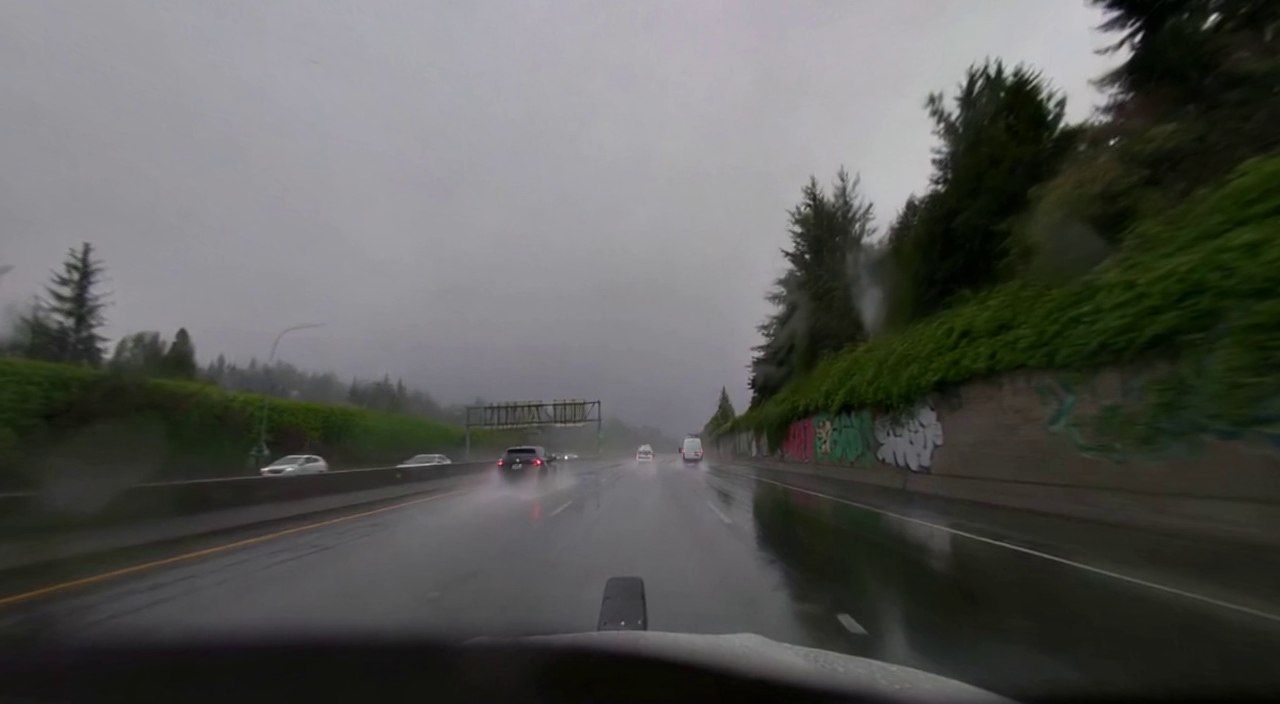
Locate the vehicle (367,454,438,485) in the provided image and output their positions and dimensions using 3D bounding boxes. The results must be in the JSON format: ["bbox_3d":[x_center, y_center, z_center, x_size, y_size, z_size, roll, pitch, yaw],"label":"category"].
[{"bbox_3d":[-12.317,6.095,32.972,1.986,1.477,4.150,0,-9,1],"label":"vehicle"}]

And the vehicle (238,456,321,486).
[{"bbox_3d":[-19.163,6.311,33.700,1.834,1.482,4.229,0,-9,2],"label":"vehicle"}]

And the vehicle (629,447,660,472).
[{"bbox_3d":[0.334,7.403,43.541,2.108,1.663,3.159,0,-9,1],"label":"vehicle"}]

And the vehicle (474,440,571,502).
[{"bbox_3d":[-3.389,3.528,19.107,1.964,1.618,4.489,0,-9,1],"label":"vehicle"}]
